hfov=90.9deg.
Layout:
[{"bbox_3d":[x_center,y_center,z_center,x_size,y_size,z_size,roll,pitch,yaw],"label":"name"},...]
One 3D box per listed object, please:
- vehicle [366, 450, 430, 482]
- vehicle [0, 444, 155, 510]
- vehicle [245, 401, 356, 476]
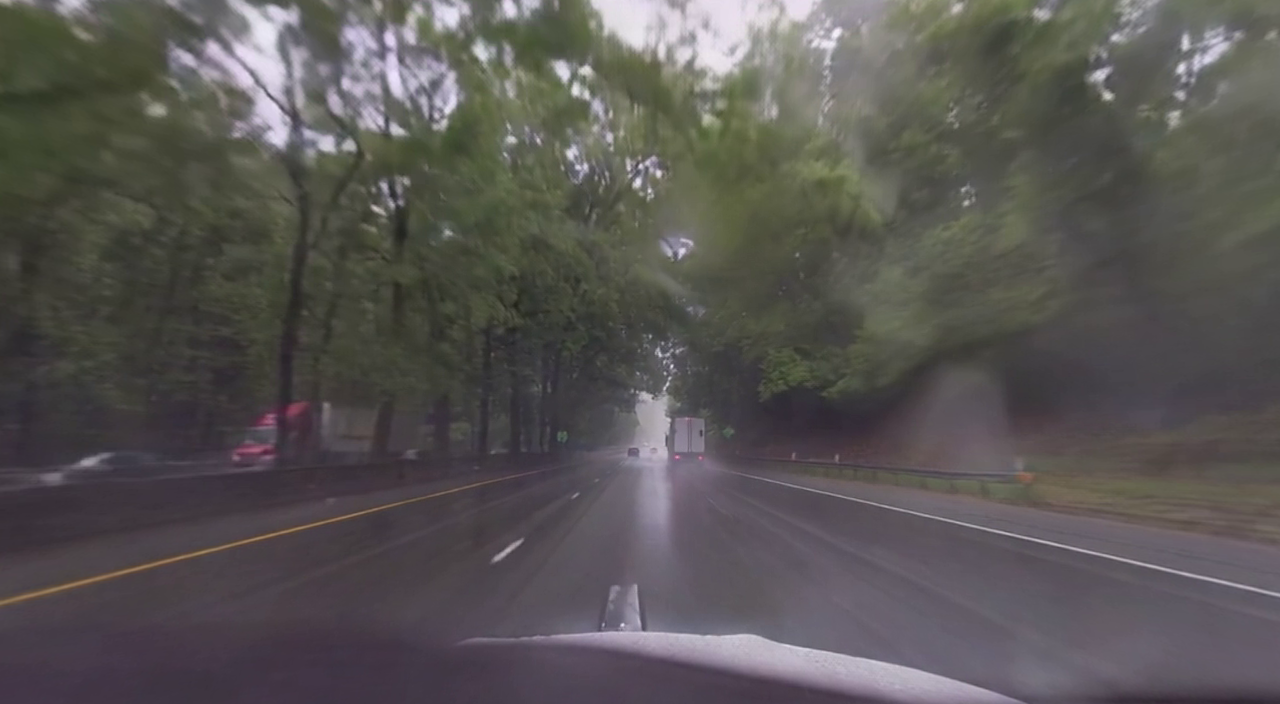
[{"bbox_3d":[-11.588,5.462,30.404,1.719,1.414,3.544,0,-9,-1],"label":"vehicle"},{"bbox_3d":[-16.334,3.418,17.685,1.977,1.586,4.324,0,-9,0],"label":"vehicle"},{"bbox_3d":[-19.508,5.094,36.681,3.006,3.995,5.858,0,-9,0],"label":"vehicle"}]
